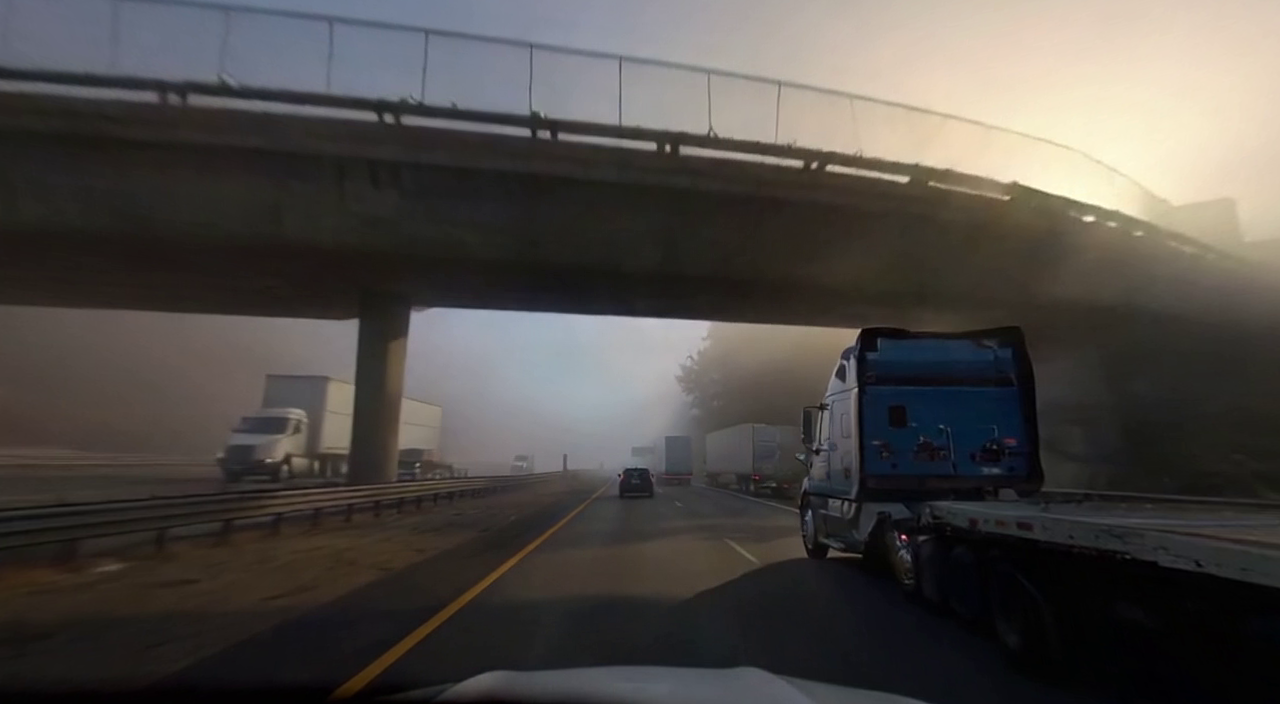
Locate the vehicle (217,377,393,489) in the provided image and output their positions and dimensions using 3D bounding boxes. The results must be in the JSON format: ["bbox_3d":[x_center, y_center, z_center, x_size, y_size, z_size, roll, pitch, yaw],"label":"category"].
[{"bbox_3d":[-13.381,3.536,26.202,3.010,3.930,7.428,1,-10,0],"label":"vehicle"}]

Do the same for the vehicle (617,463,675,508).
[{"bbox_3d":[0.219,5.150,24.478,2.067,1.552,3.601,1,-11,0],"label":"vehicle"}]

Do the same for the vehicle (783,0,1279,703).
[{"bbox_3d":[3.698,-0.218,2.239,2.831,4.150,14.519,1,-11,-1],"label":"vehicle"}]

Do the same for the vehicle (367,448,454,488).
[{"bbox_3d":[-9.310,4.789,26.017,1.911,1.455,4.516,1,-11,0],"label":"vehicle"}]
